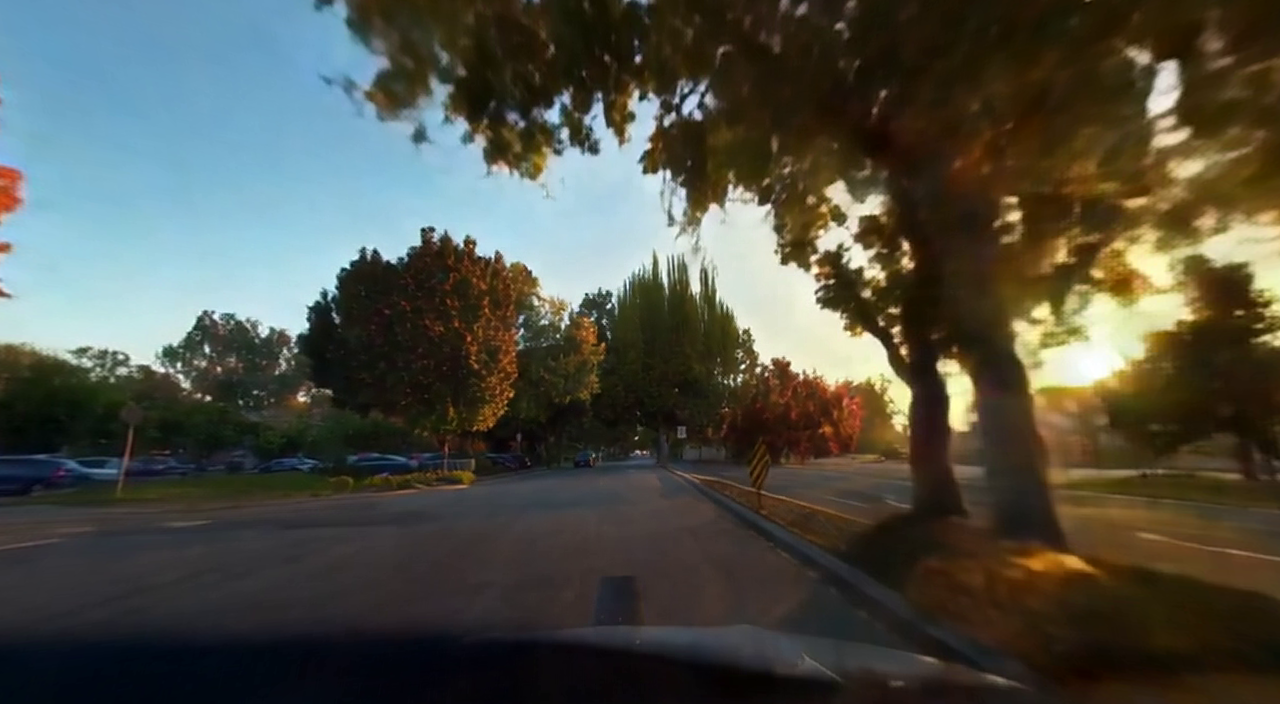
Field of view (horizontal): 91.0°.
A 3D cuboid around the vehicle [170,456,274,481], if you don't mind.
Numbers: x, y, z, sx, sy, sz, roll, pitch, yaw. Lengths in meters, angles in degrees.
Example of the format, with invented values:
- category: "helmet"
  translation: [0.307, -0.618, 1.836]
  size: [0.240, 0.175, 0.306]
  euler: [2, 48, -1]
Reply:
- category: "vehicle"
  translation: [-26.697, 7.451, 40.321]
  size: [5.024, 1.494, 2.242]
  euler: [0, -9, 1]

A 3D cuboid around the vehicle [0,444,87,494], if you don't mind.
- category: "vehicle"
  translation: [-26.321, 4.791, 25.977]
  size: [4.615, 1.930, 2.381]
  euler: [0, -9, -2]

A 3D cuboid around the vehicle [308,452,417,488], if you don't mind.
- category: "vehicle"
  translation: [-13.737, 5.843, 31.342]
  size: [4.422, 1.694, 2.026]
  euler: [0, -9, 1]
